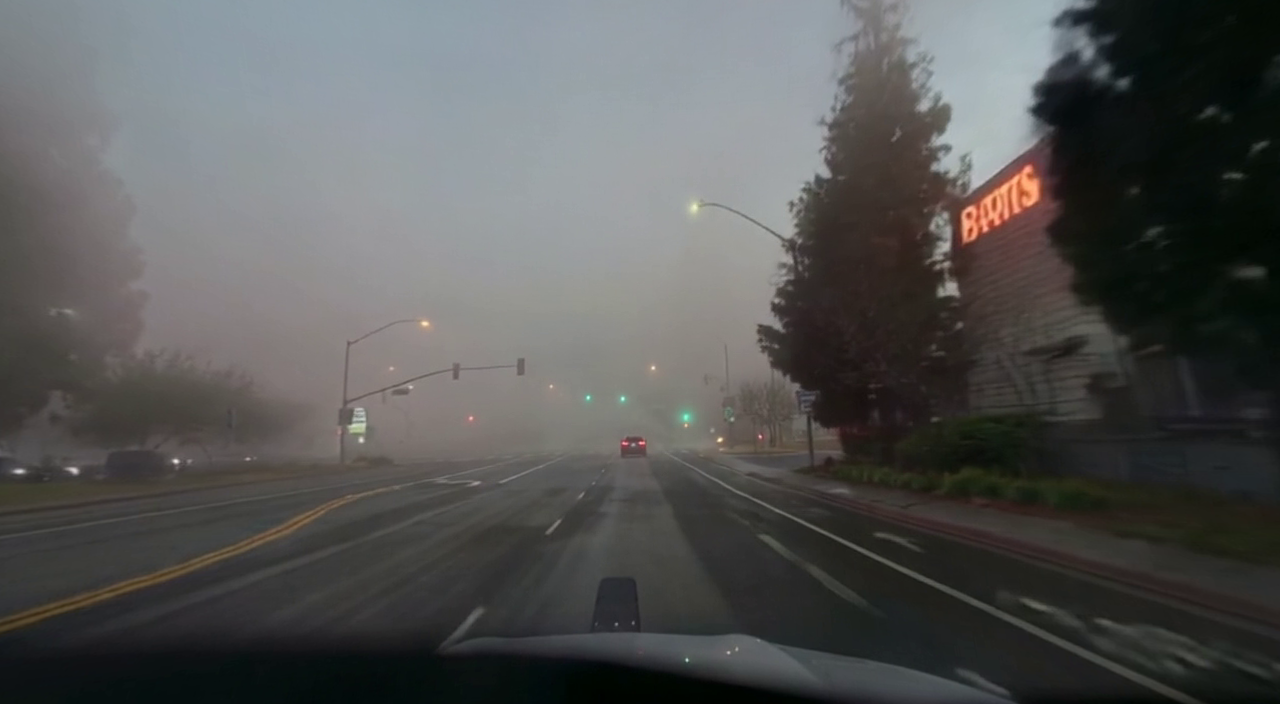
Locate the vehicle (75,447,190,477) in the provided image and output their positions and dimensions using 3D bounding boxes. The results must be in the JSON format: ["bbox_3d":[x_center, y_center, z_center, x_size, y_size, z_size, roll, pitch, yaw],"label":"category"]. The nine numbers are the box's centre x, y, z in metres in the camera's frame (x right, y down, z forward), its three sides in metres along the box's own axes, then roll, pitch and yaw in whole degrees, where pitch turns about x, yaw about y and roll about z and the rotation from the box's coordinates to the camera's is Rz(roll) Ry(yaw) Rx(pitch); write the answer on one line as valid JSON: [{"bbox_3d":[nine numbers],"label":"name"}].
[{"bbox_3d":[-30.625,6.625,38.272,5.136,1.723,1.953,0,-8,-3],"label":"vehicle"}]

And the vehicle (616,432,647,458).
[{"bbox_3d":[-0.581,6.273,42.594,2.024,1.628,4.774,0,-8,-1],"label":"vehicle"}]
